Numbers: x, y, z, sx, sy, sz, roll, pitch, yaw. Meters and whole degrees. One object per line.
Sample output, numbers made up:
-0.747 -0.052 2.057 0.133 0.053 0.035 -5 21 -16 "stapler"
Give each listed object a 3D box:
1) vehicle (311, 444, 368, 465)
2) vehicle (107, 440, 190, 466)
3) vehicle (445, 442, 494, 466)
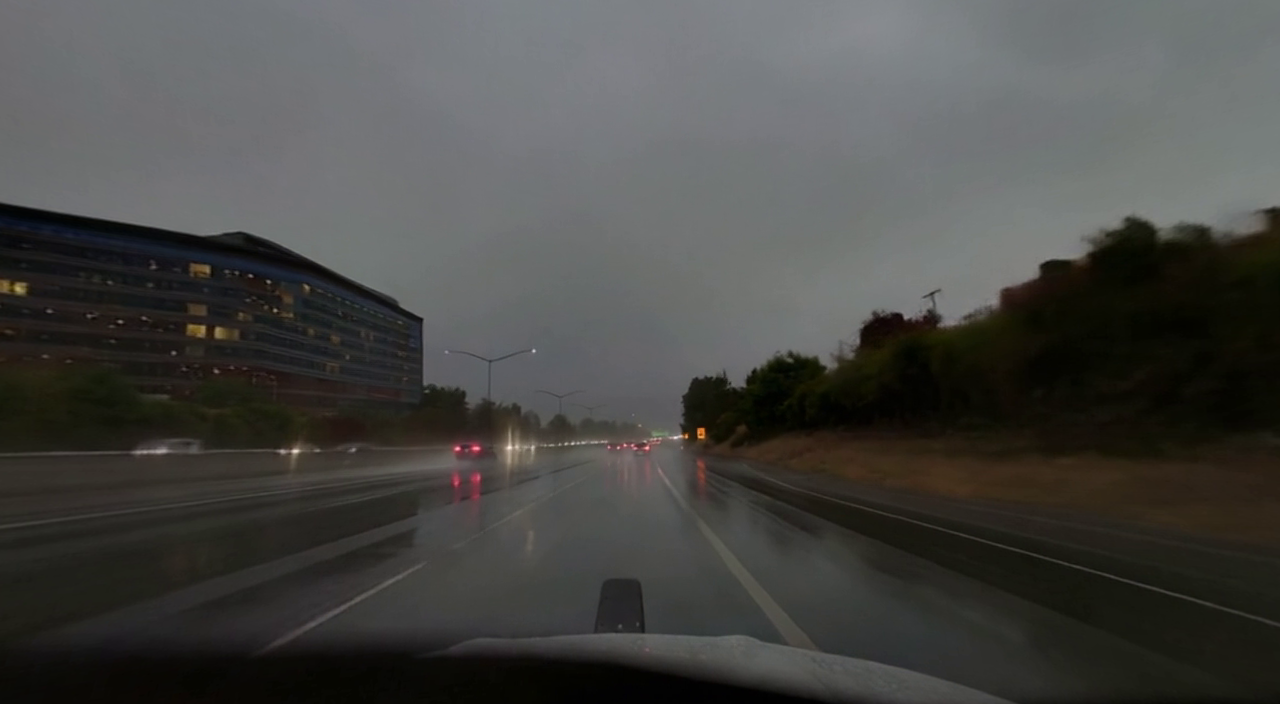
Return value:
-22.306 7.629 47.128 1.859 1.473 4.684 0 -8 2 "vehicle"
-34.544 7.079 44.569 1.985 1.700 4.619 -1 -8 2 "vehicle"
-11.011 6.632 41.120 1.914 1.440 4.467 0 -8 1 "vehicle"
